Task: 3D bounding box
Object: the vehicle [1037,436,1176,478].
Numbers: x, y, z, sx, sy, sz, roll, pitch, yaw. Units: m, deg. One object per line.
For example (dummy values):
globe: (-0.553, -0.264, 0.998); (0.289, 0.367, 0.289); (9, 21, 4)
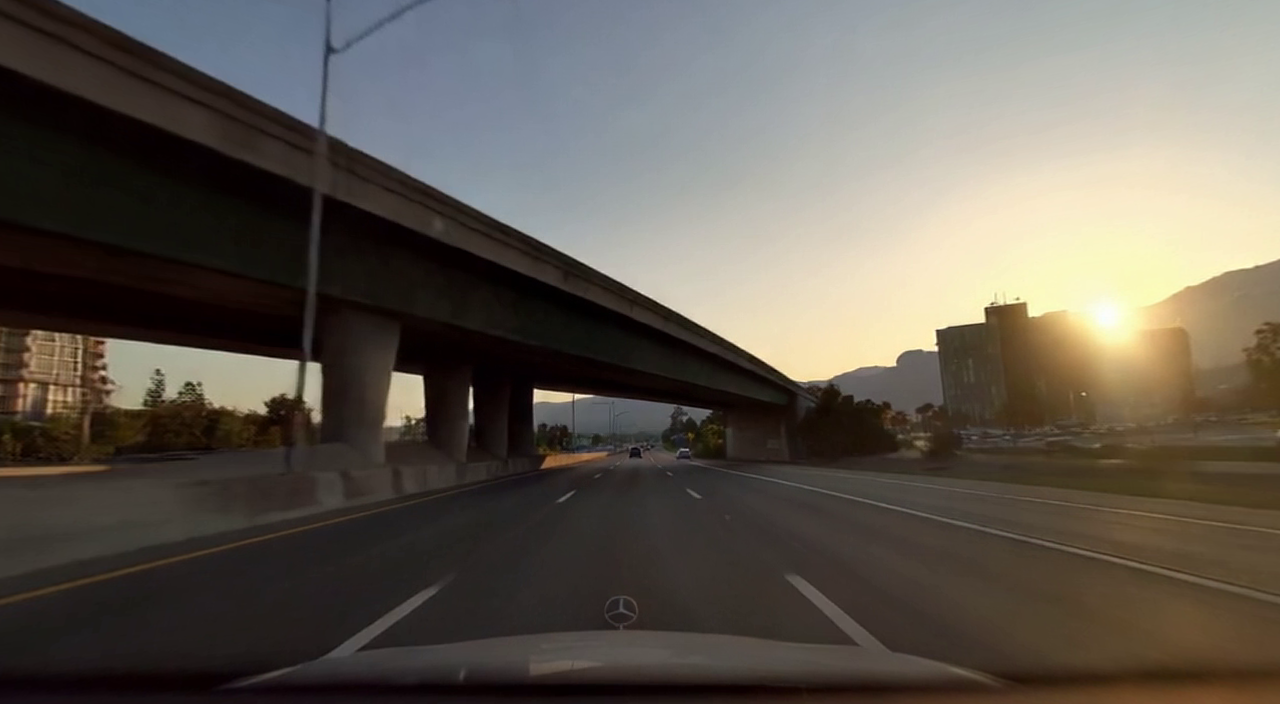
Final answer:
vehicle: (18.444, 4.176, 25.317); (2.059, 1.457, 4.537); (-1, -9, -1)
